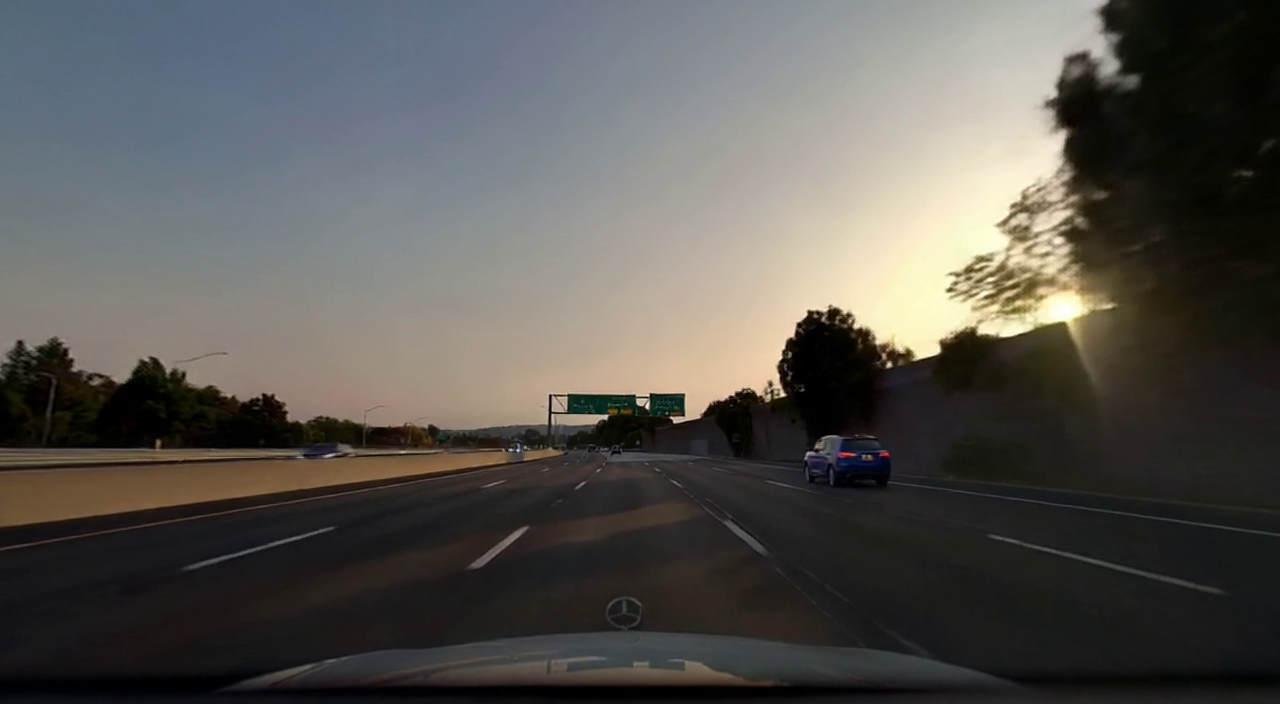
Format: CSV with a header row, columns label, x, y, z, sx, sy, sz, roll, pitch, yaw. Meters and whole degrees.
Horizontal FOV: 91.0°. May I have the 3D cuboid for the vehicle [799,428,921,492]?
label,x,y,z,sx,sy,sz,roll,pitch,yaw
vehicle,6.536,3.263,19.335,2.091,1.711,4.383,0,-9,-1

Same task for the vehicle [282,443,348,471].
label,x,y,z,sx,sy,sz,roll,pitch,yaw
vehicle,-19.369,6.271,37.756,1.818,1.544,4.027,0,-9,-1
